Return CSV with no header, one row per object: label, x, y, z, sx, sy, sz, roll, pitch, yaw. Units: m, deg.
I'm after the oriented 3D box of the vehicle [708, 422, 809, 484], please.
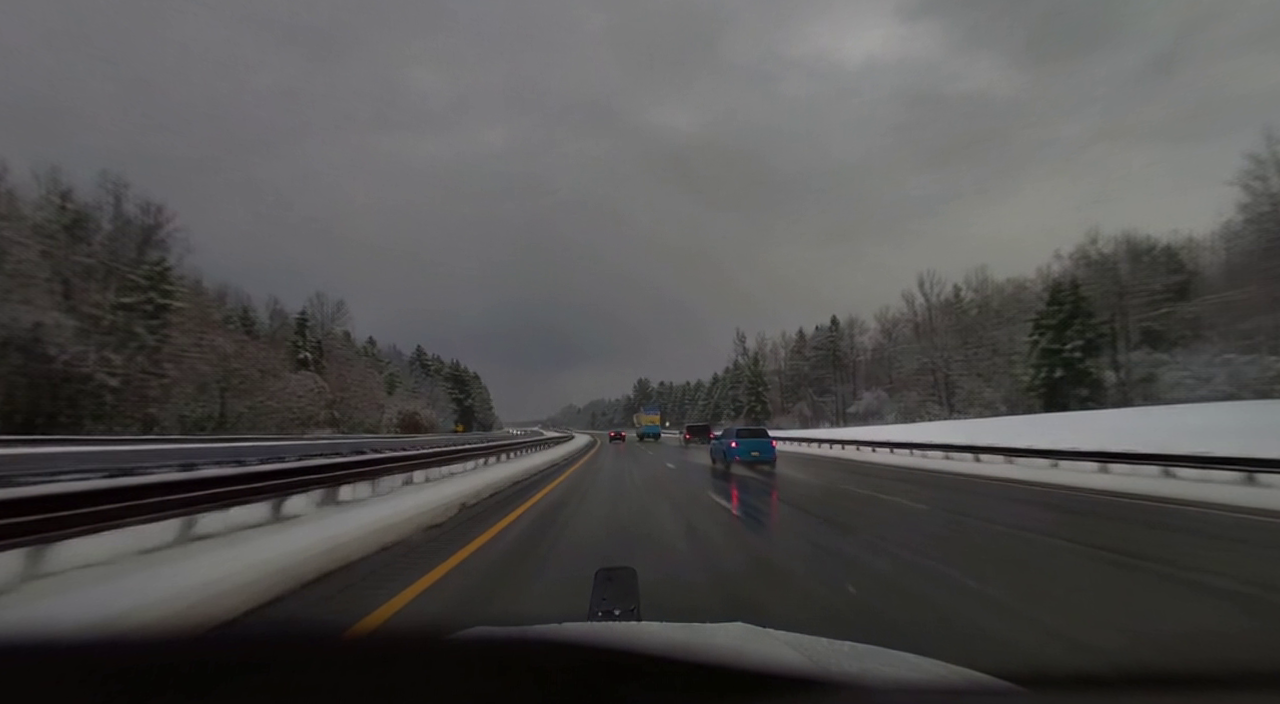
vehicle,3.246,2.861,18.144,2.002,1.569,3.845,0,-8,-3
